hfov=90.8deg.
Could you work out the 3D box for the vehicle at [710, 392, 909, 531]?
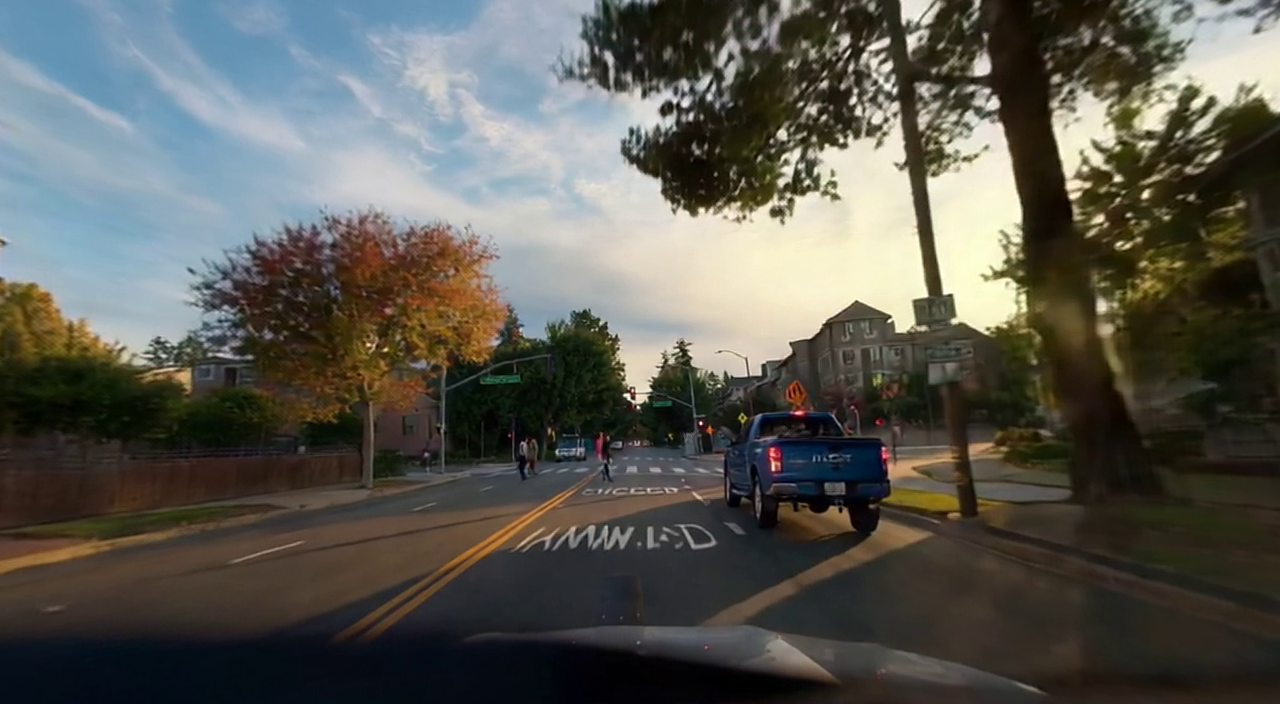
[{"bbox_3d":[2.777,1.996,12.001,2.177,2.015,5.463,0,-8,-1],"label":"vehicle"}]
